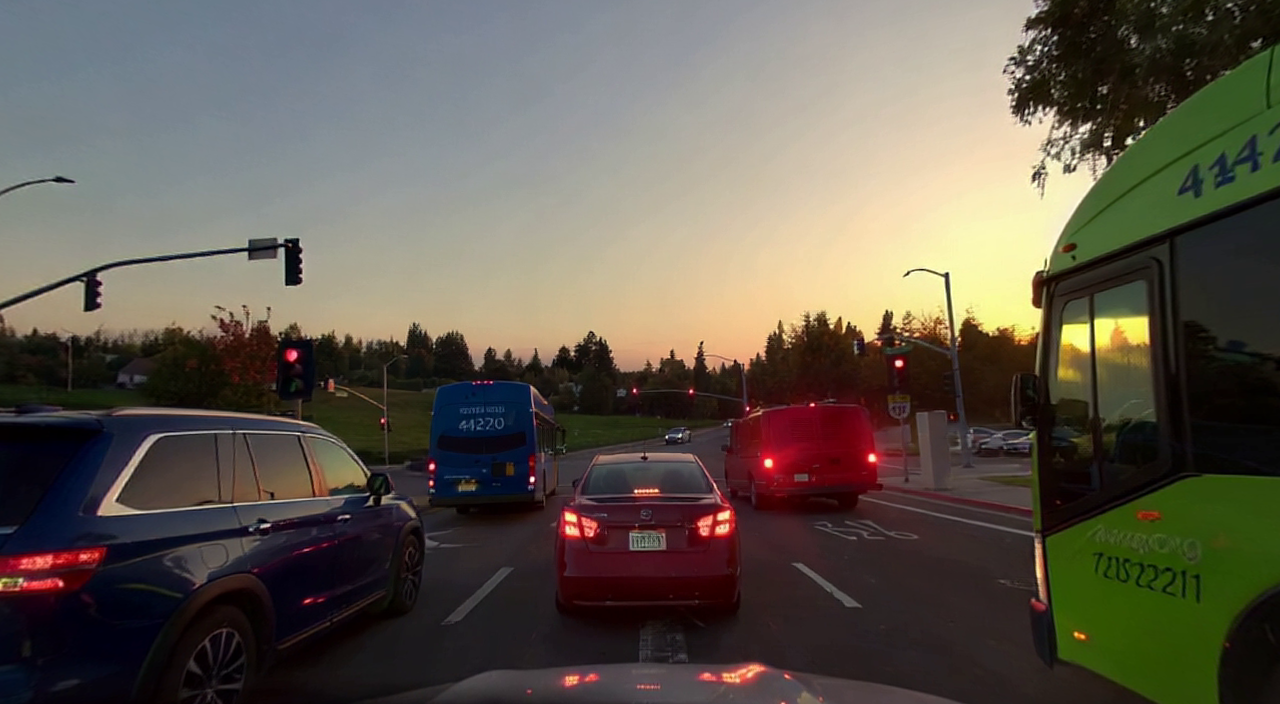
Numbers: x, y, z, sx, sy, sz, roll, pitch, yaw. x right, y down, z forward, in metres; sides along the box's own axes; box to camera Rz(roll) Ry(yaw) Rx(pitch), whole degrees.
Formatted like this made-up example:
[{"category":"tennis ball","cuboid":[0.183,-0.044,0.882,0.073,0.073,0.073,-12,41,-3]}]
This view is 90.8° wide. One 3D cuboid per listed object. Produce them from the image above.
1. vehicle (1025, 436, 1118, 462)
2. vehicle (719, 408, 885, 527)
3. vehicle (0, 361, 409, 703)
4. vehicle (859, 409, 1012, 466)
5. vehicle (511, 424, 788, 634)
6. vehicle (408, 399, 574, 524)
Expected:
[{"category":"vehicle","cuboid":[25.880,5.827,37.991,4.229,1.489,1.794,0,-8,-1]},{"category":"vehicle","cuboid":[3.143,2.400,13.684,2.143,2.036,5.367,0,-8,0]},{"category":"vehicle","cuboid":[-3.410,1.178,4.633,1.921,1.701,3.989,0,-8,0]},{"category":"vehicle","cuboid":[17.588,5.134,37.928,7.839,3.213,2.628,0,-9,-3]},{"category":"vehicle","cuboid":[0.061,1.547,6.415,1.976,1.485,3.624,0,-8,0]},{"category":"vehicle","cuboid":[-2.938,2.348,13.961,2.335,2.221,5.165,0,-8,1]}]
